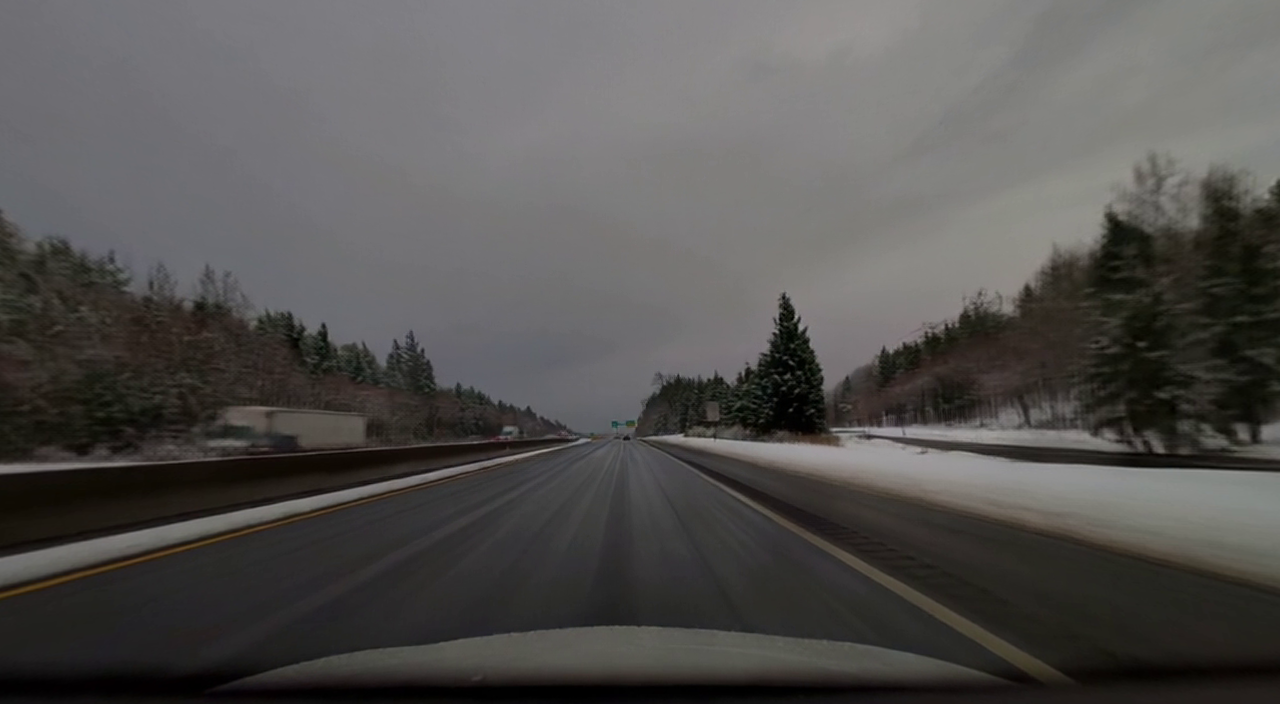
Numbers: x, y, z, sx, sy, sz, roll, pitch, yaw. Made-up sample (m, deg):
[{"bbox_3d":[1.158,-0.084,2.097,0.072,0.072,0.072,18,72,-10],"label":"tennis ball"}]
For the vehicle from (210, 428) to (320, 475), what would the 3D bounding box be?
[{"bbox_3d":[-16.910,4.497,28.733,2.068,1.935,4.791,0,-8,0],"label":"vehicle"}]
